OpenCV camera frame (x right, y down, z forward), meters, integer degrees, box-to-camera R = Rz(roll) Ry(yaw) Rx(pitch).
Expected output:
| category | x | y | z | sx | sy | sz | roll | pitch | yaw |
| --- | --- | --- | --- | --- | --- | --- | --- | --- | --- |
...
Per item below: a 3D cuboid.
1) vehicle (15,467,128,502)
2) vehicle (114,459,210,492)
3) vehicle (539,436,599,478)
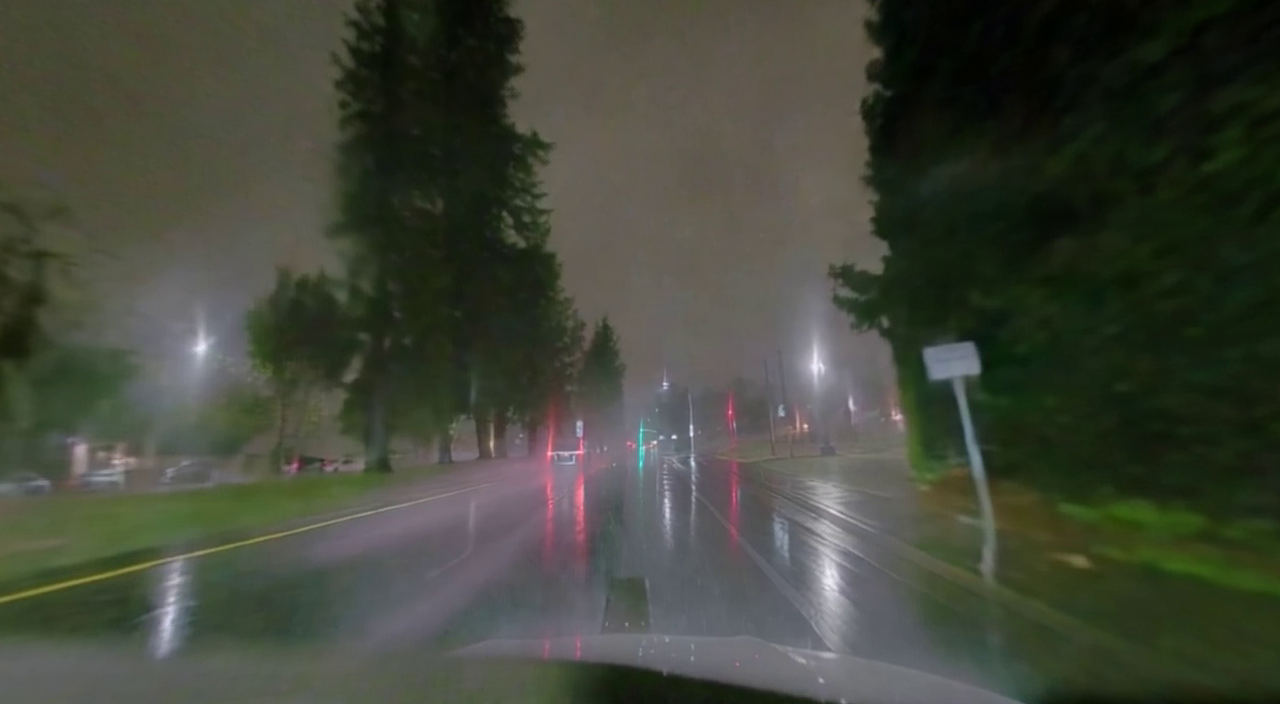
| category | x | y | z | sx | sy | sz | roll | pitch | yaw |
| --- | --- | --- | --- | --- | --- | --- | --- | --- | --- |
| vehicle | -29.788 | 6.929 | 33.241 | 1.862 | 1.478 | 4.488 | -2 | -8 | 0 |
| vehicle | -29.684 | 7.668 | 39.392 | 1.992 | 1.792 | 4.929 | 0 | -8 | 2 |
| vehicle | -3.076 | 4.637 | 28.114 | 2.016 | 1.694 | 4.335 | 0 | -8 | 2 |
